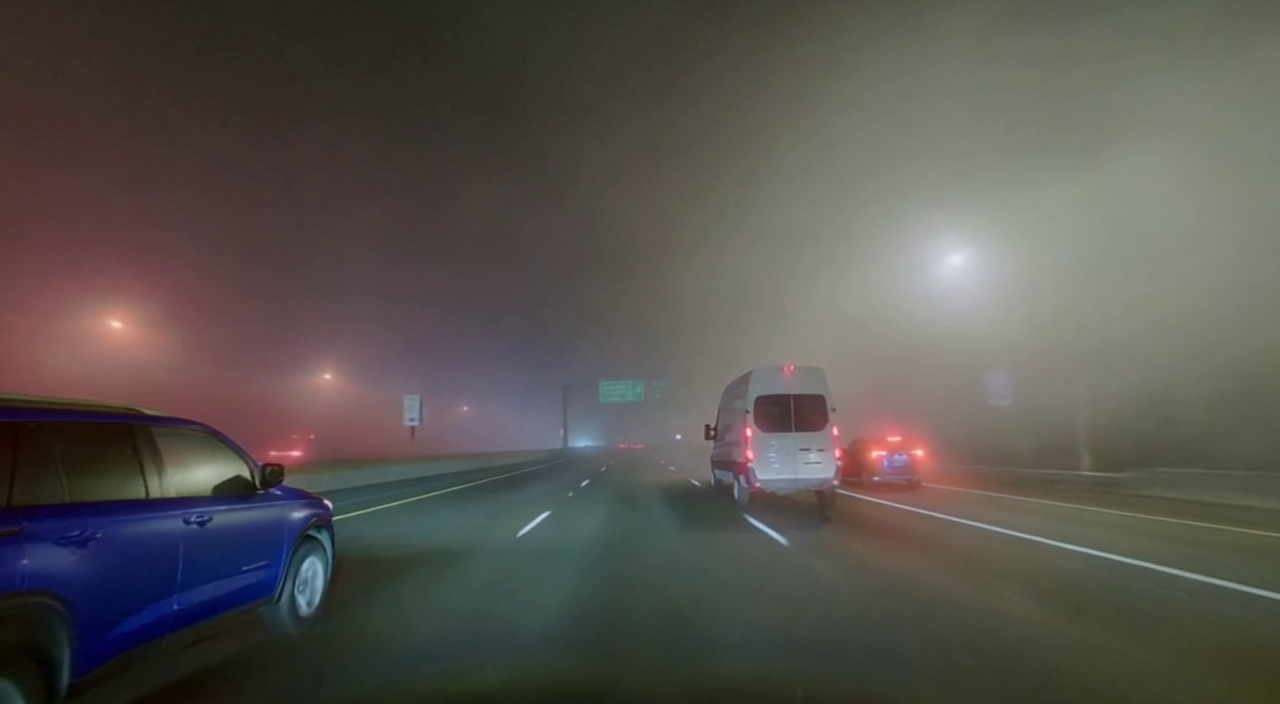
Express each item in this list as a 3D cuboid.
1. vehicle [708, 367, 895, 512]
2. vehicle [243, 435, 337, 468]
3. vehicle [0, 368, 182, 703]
[{"bbox_3d":[3.398,2.134,15.304,2.629,2.718,6.740,0,-8,-1],"label":"vehicle"},{"bbox_3d":[-17.972,5.153,32.775,2.044,1.573,4.964,0,-8,0],"label":"vehicle"},{"bbox_3d":[-3.916,0.754,1.852,2.000,1.646,4.201,0,-8,-1],"label":"vehicle"}]
